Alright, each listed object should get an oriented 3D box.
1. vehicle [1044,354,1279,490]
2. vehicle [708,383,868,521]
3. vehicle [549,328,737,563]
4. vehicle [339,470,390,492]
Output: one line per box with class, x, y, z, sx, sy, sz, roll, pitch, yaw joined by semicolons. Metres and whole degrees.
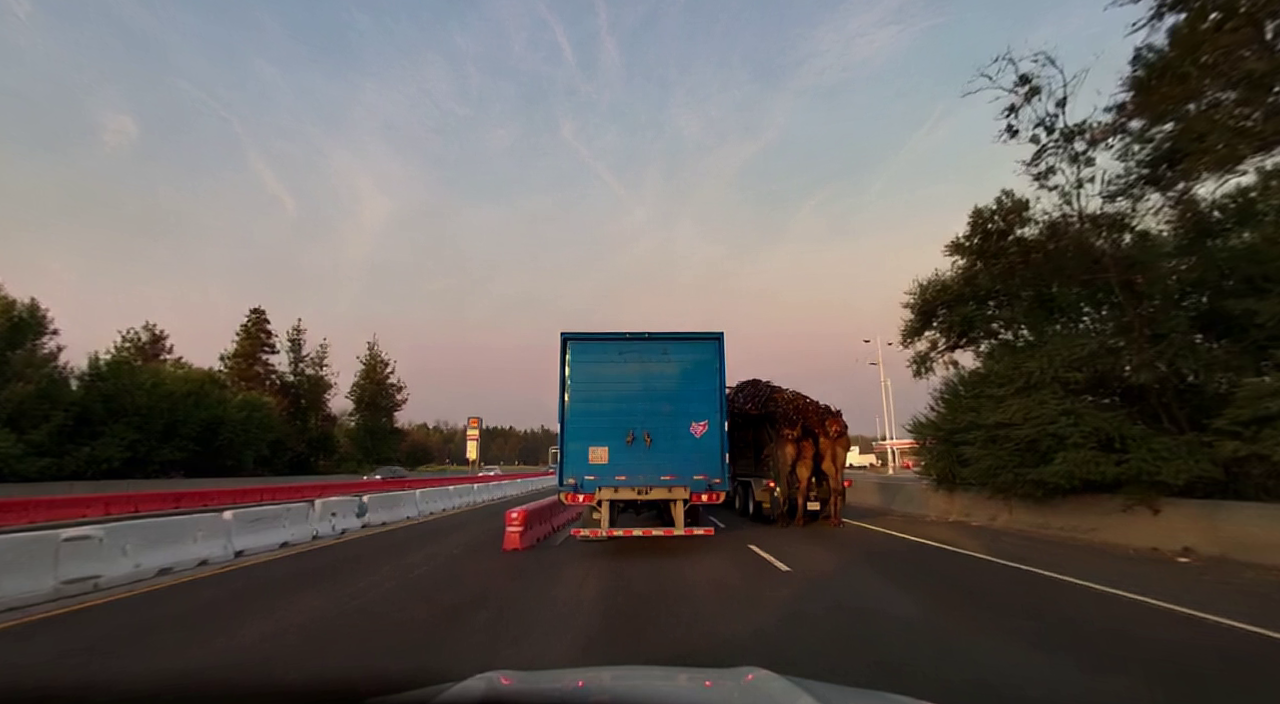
vehicle;20.827;2.911;23.326;2.771;4.075;13.513;1;-10;0
vehicle;4.466;3.515;21.676;2.936;3.640;9.443;1;-10;-2
vehicle;0.008;2.073;13.323;2.618;3.306;8.676;1;-10;-1
vehicle;-20.947;9.838;48.160;1.890;1.520;4.342;1;-10;0
